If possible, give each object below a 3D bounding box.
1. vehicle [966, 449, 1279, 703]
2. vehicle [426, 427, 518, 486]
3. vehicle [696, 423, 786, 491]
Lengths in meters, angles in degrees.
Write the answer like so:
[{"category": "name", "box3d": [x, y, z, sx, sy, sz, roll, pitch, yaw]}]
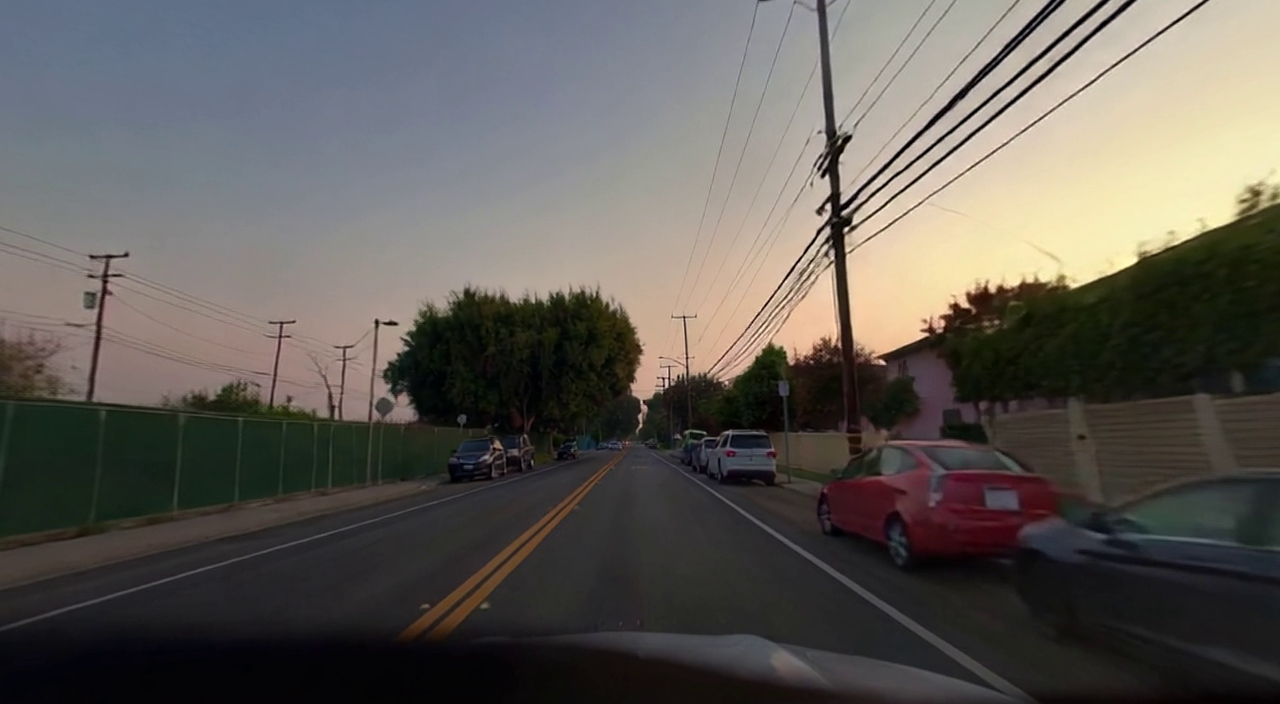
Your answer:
[{"category": "vehicle", "box3d": [3.596, 1.141, 2.874, 1.984, 1.342, 4.066, 0, -8, -1]}, {"category": "vehicle", "box3d": [-6.700, 4.215, 25.921, 2.268, 2.154, 5.321, 0, -8, 0]}, {"category": "vehicle", "box3d": [3.277, 3.560, 21.722, 2.053, 2.005, 5.495, 0, -8, -1]}]
